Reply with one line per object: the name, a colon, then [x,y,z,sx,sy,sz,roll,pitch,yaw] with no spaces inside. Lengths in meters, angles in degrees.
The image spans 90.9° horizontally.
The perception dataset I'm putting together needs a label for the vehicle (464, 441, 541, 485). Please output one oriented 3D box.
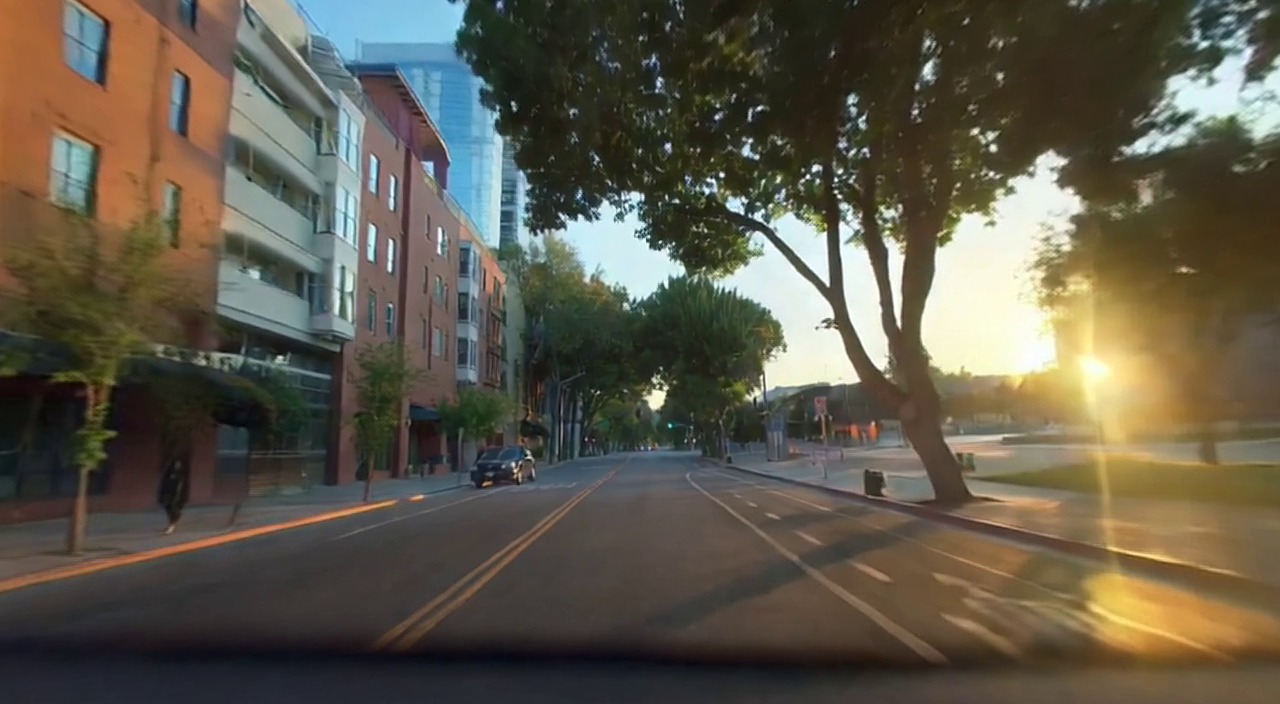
vehicle: [-5.858,4.779,27.556,2.147,1.701,4.879,0,-8,1]
